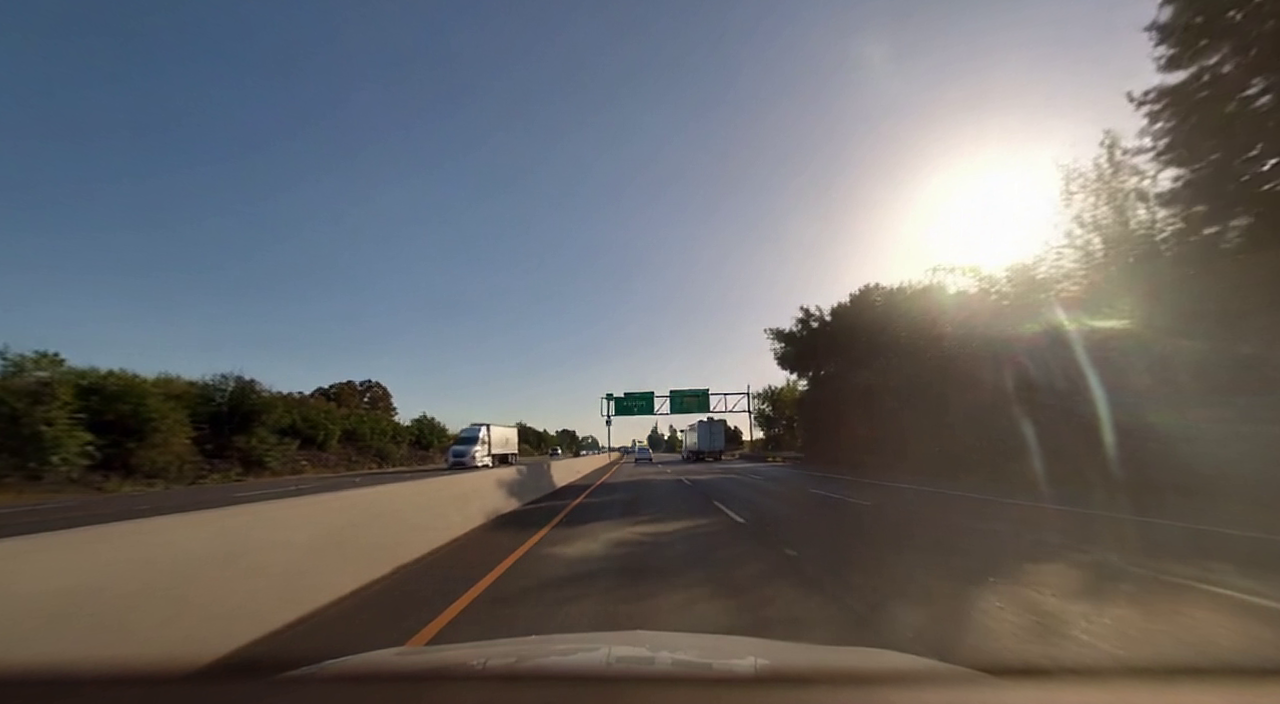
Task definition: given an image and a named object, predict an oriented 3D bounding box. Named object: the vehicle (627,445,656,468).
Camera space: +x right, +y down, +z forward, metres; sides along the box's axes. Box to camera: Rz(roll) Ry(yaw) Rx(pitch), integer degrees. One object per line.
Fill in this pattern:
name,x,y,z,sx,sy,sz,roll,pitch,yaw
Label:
vehicle,0.084,7.628,45.941,2.024,1.579,3.707,-1,-9,0
